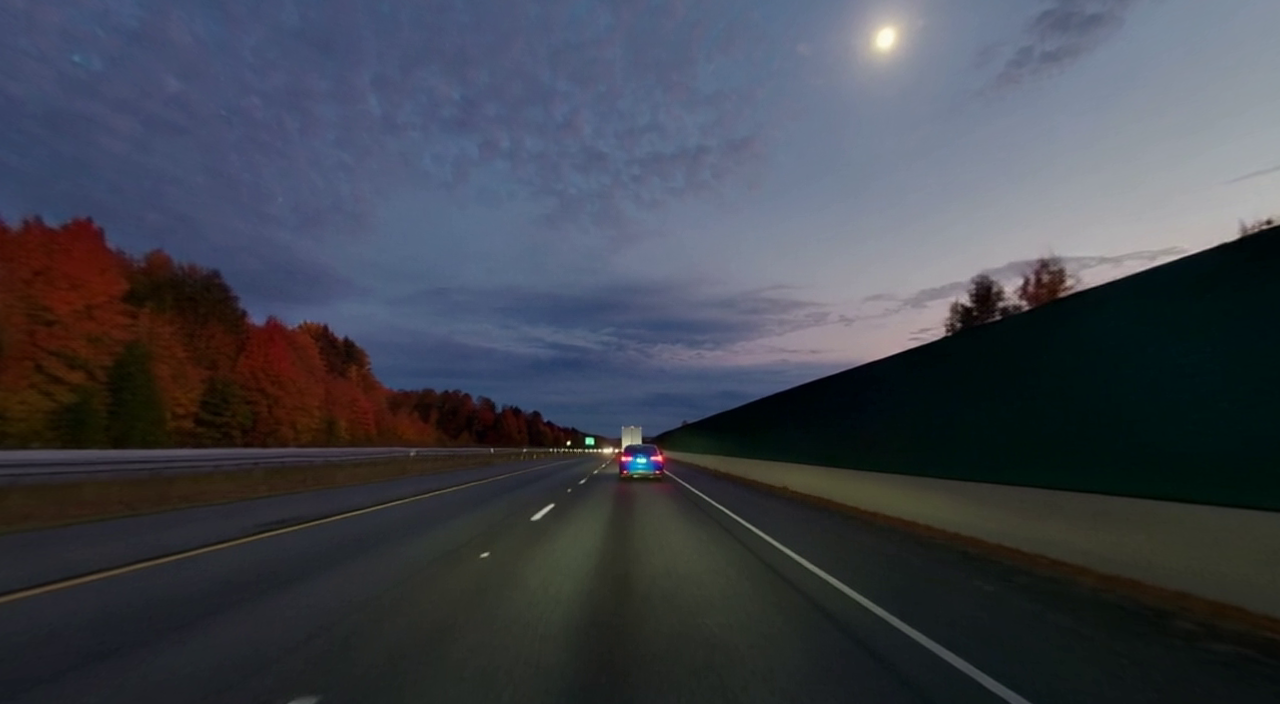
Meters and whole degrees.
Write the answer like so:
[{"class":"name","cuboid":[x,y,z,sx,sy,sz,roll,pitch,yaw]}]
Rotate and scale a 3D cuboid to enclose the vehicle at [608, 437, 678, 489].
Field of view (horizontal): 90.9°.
[{"class":"vehicle","cuboid":[0.038,3.559,20.627,2.057,1.516,4.065,0,-8,-1]}]
